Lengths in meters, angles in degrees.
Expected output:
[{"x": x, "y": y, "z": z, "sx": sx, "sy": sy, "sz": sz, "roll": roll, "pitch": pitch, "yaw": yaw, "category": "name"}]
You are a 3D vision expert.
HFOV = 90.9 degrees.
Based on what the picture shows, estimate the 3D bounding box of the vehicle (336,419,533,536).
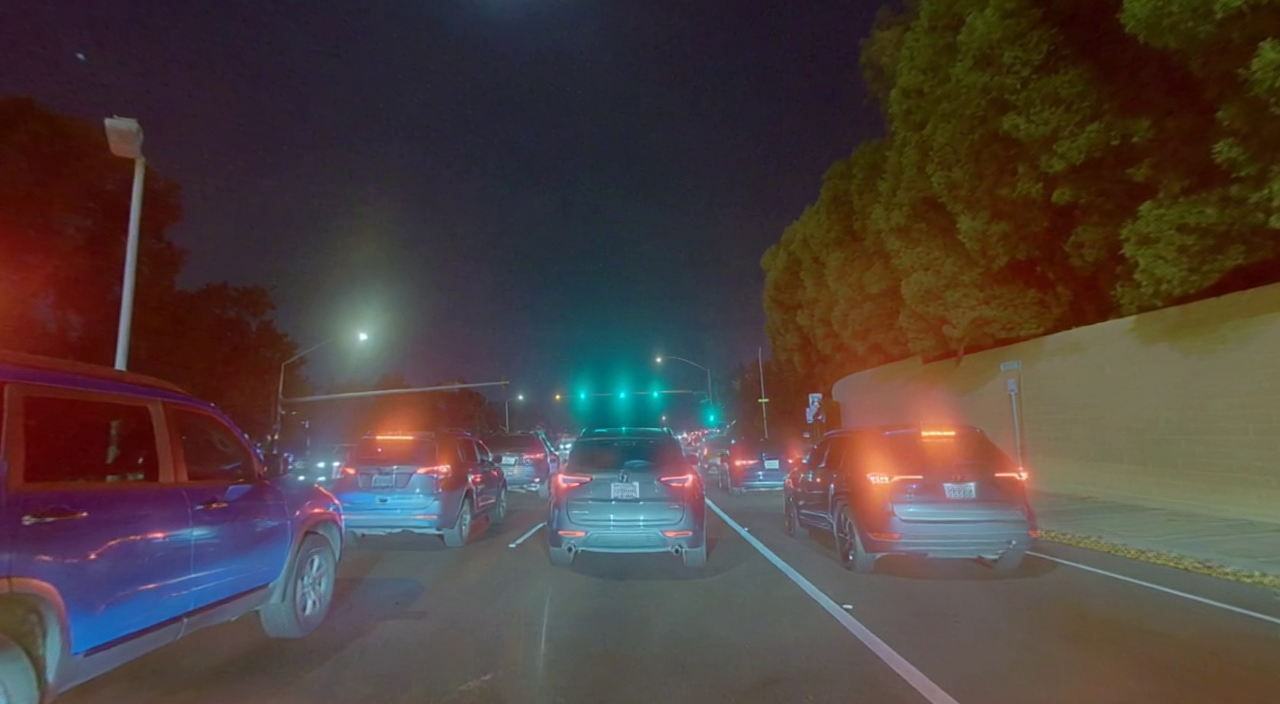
[{"x": -3.508, "y": 2.243, "z": 11.907, "sx": 2.067, "sy": 1.759, "sz": 4.631, "roll": 0, "pitch": -8, "yaw": 1, "category": "vehicle"}]

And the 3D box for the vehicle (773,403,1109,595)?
[{"x": 3.142, "y": 1.622, "z": 7.830, "sx": 2.029, "sy": 1.702, "sz": 4.281, "roll": 0, "pitch": -8, "yaw": 0, "category": "vehicle"}]

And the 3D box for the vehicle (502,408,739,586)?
[{"x": -0.156, "y": 1.663, "z": 8.014, "sx": 2.245, "sy": 1.677, "sz": 3.913, "roll": 0, "pitch": -8, "yaw": 1, "category": "vehicle"}]

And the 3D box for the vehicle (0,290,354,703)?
[{"x": -3.516, "y": 0.828, "z": 3.125, "sx": 2.070, "sy": 1.913, "sz": 4.450, "roll": 0, "pitch": -8, "yaw": 0, "category": "vehicle"}]
